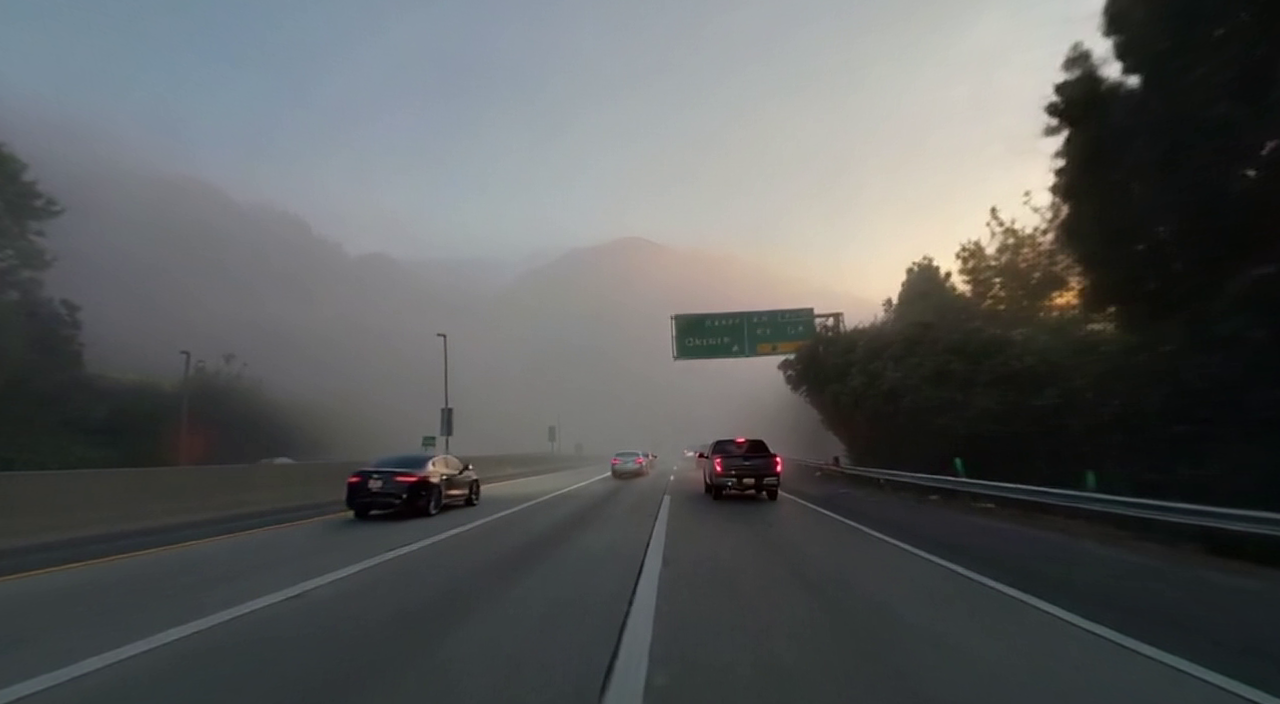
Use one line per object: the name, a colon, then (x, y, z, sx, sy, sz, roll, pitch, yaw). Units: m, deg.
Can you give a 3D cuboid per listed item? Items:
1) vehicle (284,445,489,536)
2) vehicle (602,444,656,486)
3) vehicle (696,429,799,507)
vehicle: (-4.974, 2.747, 13.300, 2.109, 1.530, 4.646, -1, -8, 4)
vehicle: (-0.378, 4.644, 26.334, 1.959, 1.604, 4.065, -1, -8, 4)
vehicle: (2.796, 3.170, 17.772, 2.229, 1.837, 5.387, -1, -8, 3)
